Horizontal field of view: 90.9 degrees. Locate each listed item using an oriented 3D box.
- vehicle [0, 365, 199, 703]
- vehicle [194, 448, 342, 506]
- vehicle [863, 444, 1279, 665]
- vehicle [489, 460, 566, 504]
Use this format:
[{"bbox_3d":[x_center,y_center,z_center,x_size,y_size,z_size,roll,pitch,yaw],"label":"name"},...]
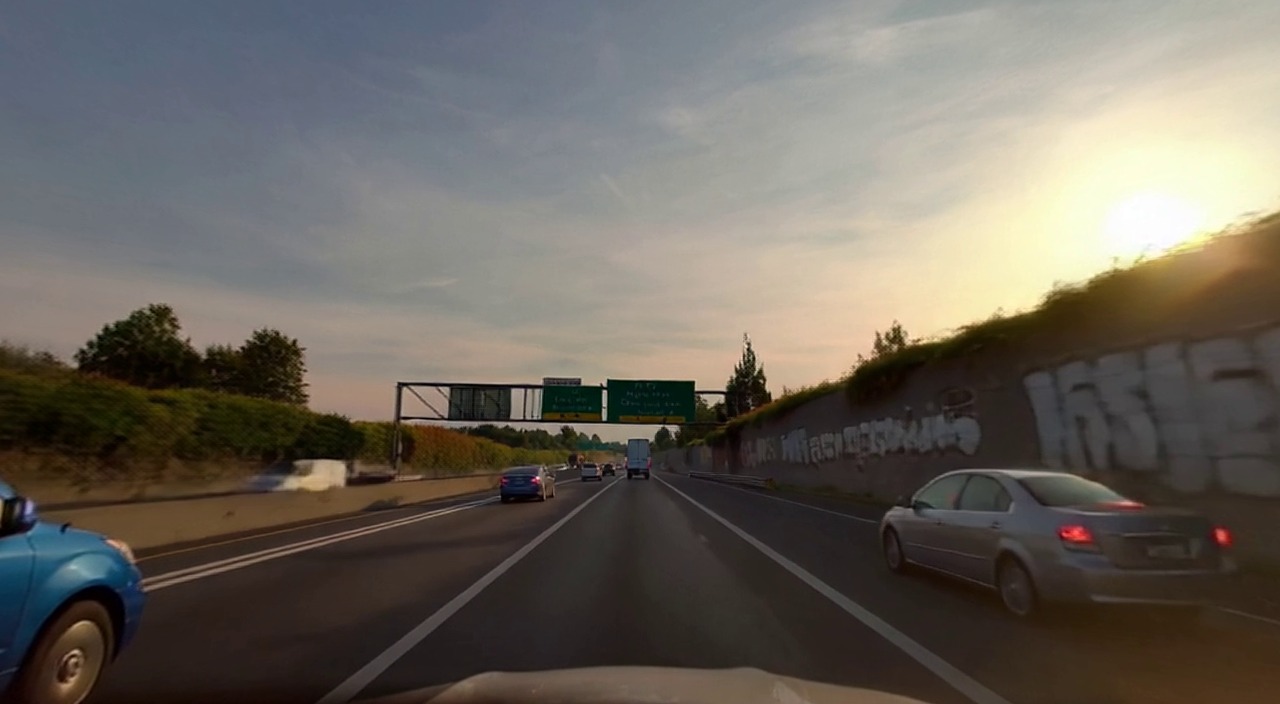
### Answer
[{"bbox_3d":[-3.386,0.618,1.050,2.004,1.610,4.508,1,-10,0],"label":"vehicle"},{"bbox_3d":[-12.859,4.389,22.279,2.152,1.779,4.964,1,-10,0],"label":"vehicle"},{"bbox_3d":[4.039,1.764,6.433,1.917,1.458,4.199,1,-10,-1],"label":"vehicle"},{"bbox_3d":[-4.028,4.760,23.324,2.054,1.443,4.131,1,-10,0],"label":"vehicle"}]
